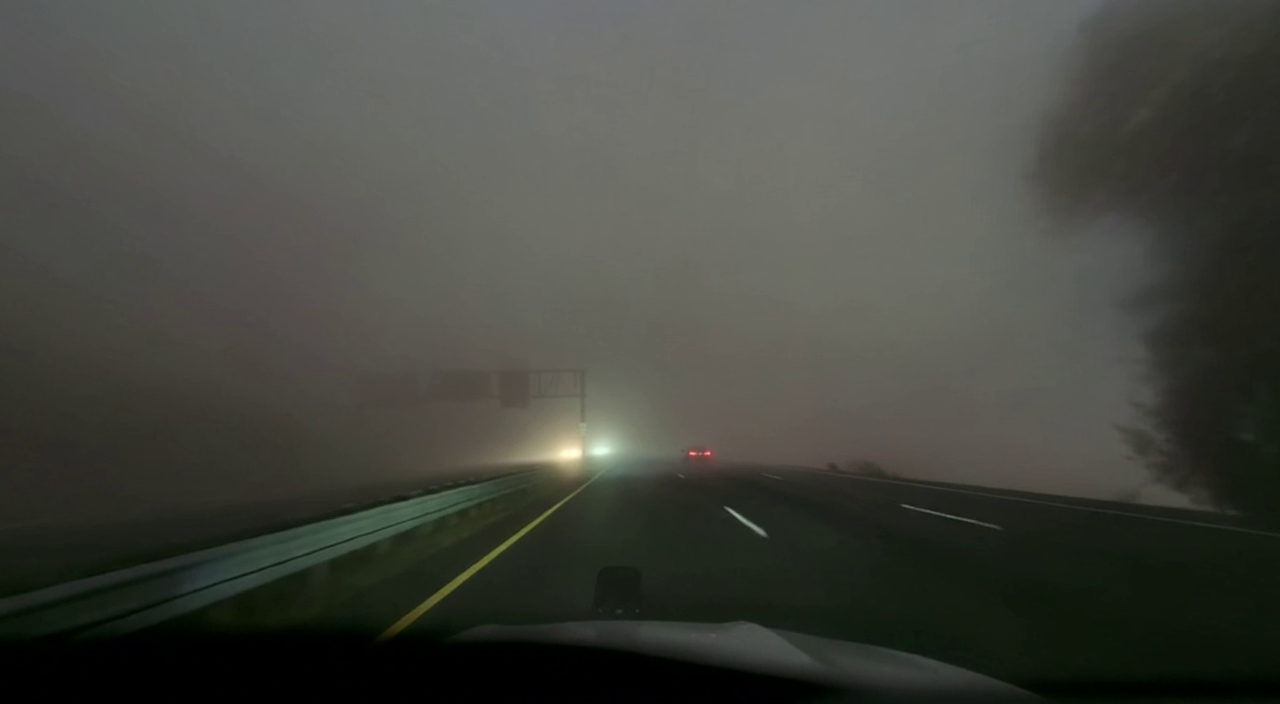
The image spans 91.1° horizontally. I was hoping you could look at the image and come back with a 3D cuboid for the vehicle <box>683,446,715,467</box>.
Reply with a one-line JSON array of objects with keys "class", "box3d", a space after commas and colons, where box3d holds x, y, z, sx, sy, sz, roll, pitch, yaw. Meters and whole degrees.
[{"class": "vehicle", "box3d": [4.178, 7.461, 45.118, 1.923, 1.408, 3.835, 0, -9, -1]}]
